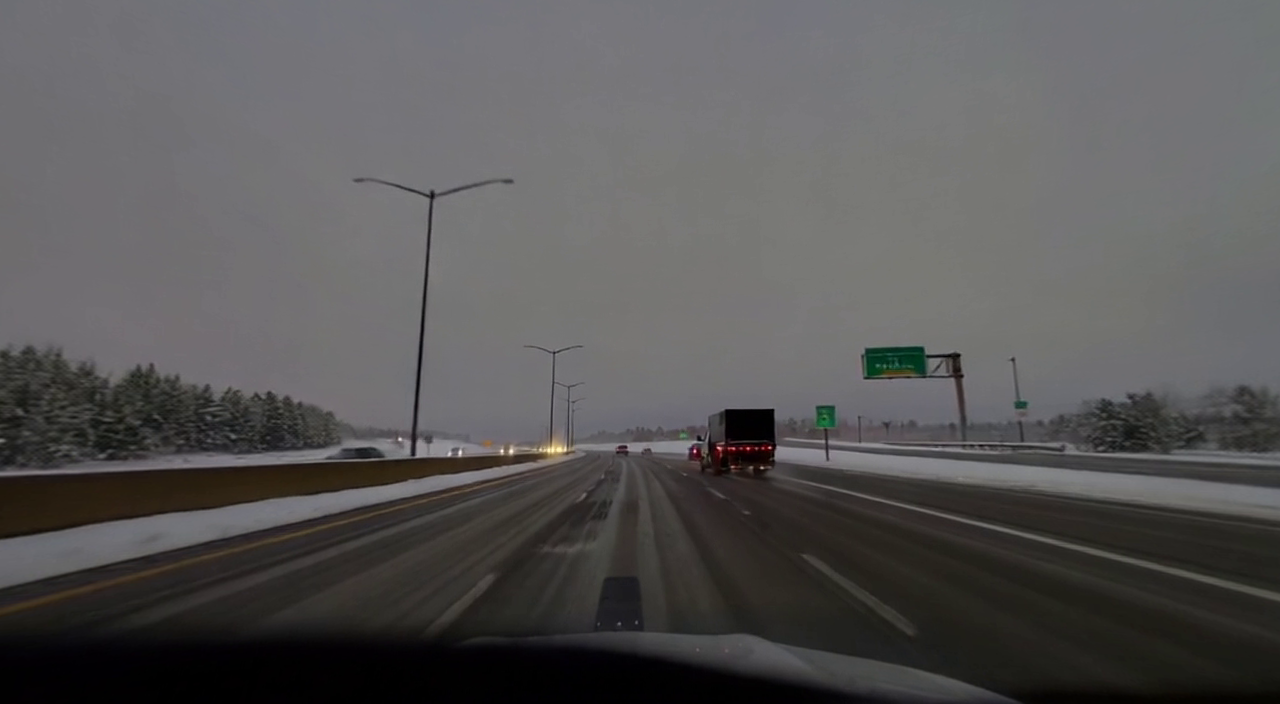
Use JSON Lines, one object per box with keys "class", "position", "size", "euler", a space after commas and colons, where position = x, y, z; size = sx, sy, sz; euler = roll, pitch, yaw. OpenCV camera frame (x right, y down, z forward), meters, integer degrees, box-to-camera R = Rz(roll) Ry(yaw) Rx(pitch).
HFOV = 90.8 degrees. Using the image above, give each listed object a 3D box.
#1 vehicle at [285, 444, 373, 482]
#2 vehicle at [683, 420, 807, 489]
{"class": "vehicle", "position": [-14.282, 5.089, 29.296], "size": [1.916, 1.576, 4.344], "euler": [0, -8, -1]}
{"class": "vehicle", "position": [3.438, 3.686, 23.073], "size": [2.981, 2.053, 7.897], "euler": [0, -8, -2]}
